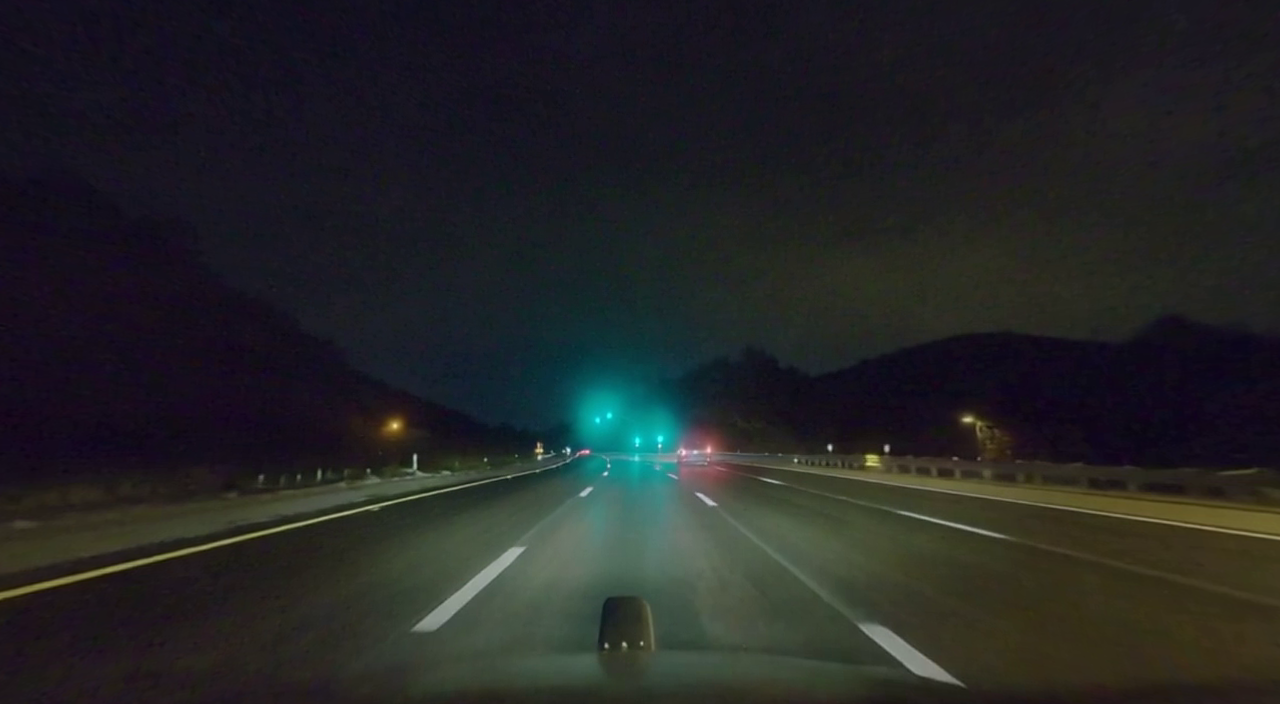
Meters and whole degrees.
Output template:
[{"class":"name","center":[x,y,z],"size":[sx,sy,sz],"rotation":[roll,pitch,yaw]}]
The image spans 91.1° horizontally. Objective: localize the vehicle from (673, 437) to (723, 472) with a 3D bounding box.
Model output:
[{"class":"vehicle","center":[3.289,5.924,36.545],"size":[2.233,1.861,4.494],"rotation":[1,-8,-3]}]
